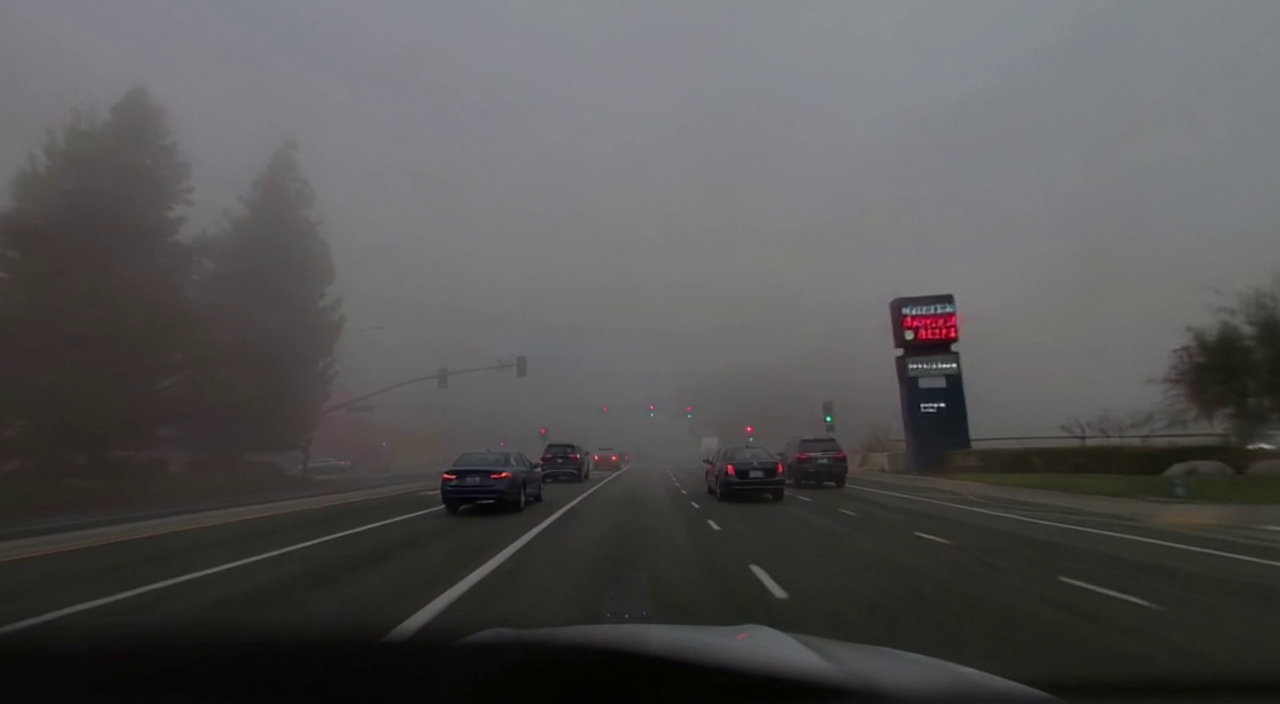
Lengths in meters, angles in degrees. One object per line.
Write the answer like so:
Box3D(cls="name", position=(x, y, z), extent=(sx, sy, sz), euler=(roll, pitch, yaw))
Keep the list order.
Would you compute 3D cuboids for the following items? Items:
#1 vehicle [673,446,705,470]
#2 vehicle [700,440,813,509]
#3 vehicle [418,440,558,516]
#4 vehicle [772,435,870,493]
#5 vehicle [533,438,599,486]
Box3D(cls="vehicle", position=(3.469, 7.623, 45.394), extent=(2.030, 1.628, 4.080), euler=(0, -9, 0))
Box3D(cls="vehicle", position=(2.771, 3.029, 16.068), extent=(2.004, 1.512, 4.206), euler=(0, -9, -1))
Box3D(cls="vehicle", position=(-3.371, 2.901, 15.070), extent=(2.087, 1.494, 4.626), euler=(0, -9, 2))
Box3D(cls="vehicle", position=(5.940, 3.720, 21.334), extent=(1.979, 1.738, 4.418), euler=(0, -9, 0))
Box3D(cls="vehicle", position=(-3.017, 4.616, 26.807), extent=(2.187, 1.825, 4.621), euler=(0, -9, 1))
